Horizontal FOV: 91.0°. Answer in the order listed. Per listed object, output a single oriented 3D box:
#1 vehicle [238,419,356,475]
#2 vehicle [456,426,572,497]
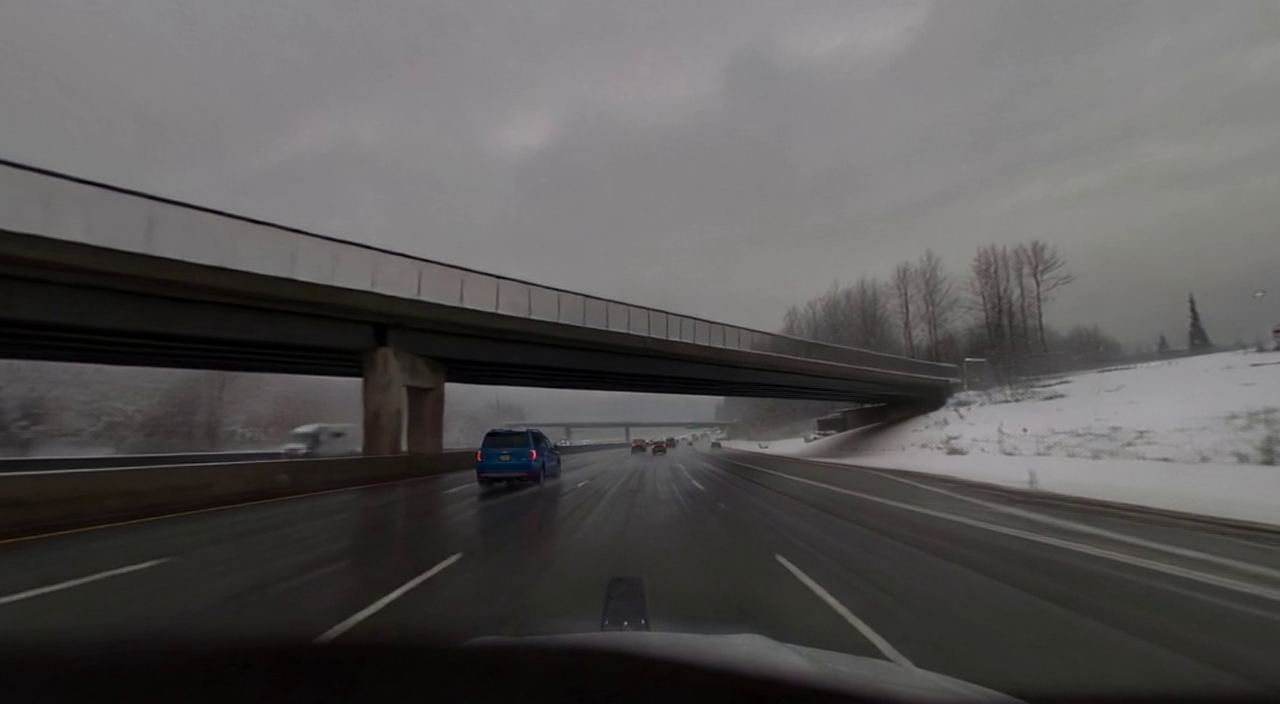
[{"bbox_3d":[-22.476,6.318,41.916,3.136,3.324,7.842,-1,-8,3],"label":"vehicle"},{"bbox_3d":[-3.323,3.003,17.600,2.177,1.707,4.432,0,-8,2],"label":"vehicle"}]
